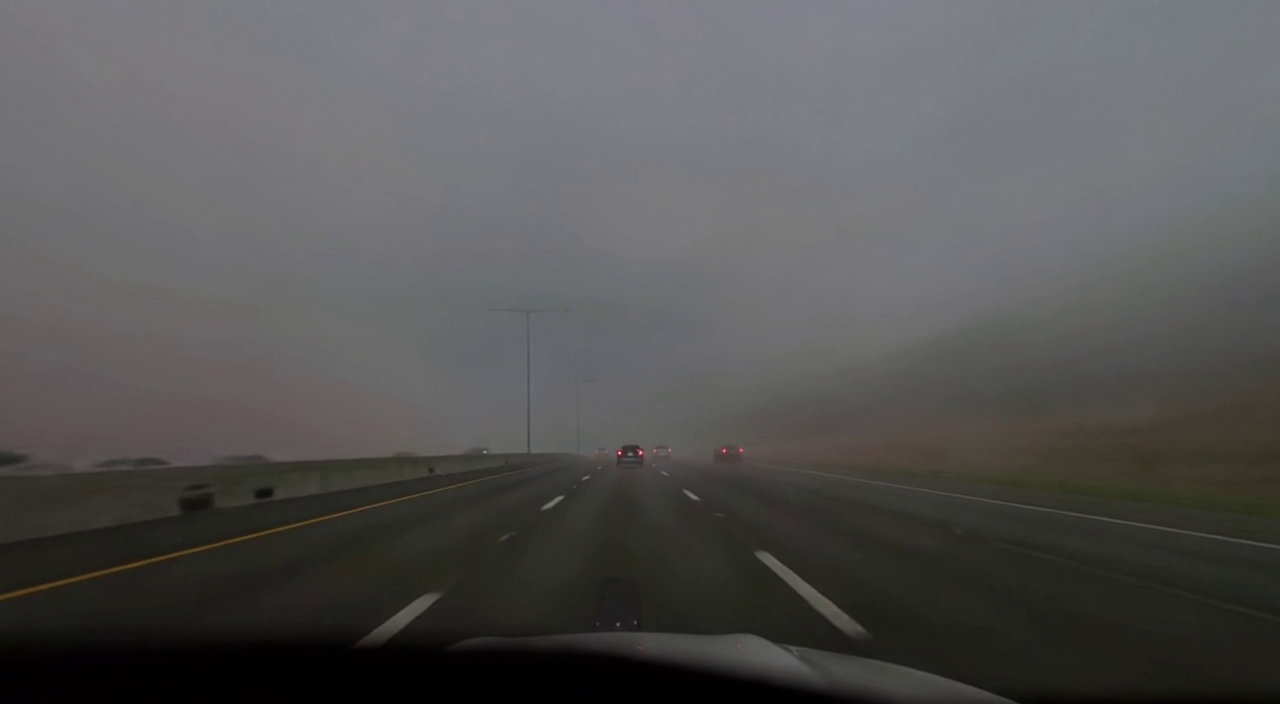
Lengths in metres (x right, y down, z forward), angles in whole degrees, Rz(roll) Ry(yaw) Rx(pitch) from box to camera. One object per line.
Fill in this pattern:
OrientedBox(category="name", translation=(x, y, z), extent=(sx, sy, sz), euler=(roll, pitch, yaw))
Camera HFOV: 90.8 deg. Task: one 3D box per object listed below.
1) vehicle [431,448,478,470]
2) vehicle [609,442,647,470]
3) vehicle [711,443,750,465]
OrientedBox(category="vehicle", translation=(-13.692, 7.887, 46.861), extent=(2.147, 1.491, 4.725), euler=(0, -8, -1))
OrientedBox(category="vehicle", translation=(-0.696, 5.845, 35.685), extent=(1.985, 1.457, 4.227), euler=(0, -8, -2))
OrientedBox(category="vehicle", translation=(6.406, 7.270, 45.228), extent=(1.935, 1.478, 4.433), euler=(0, -8, -2))
